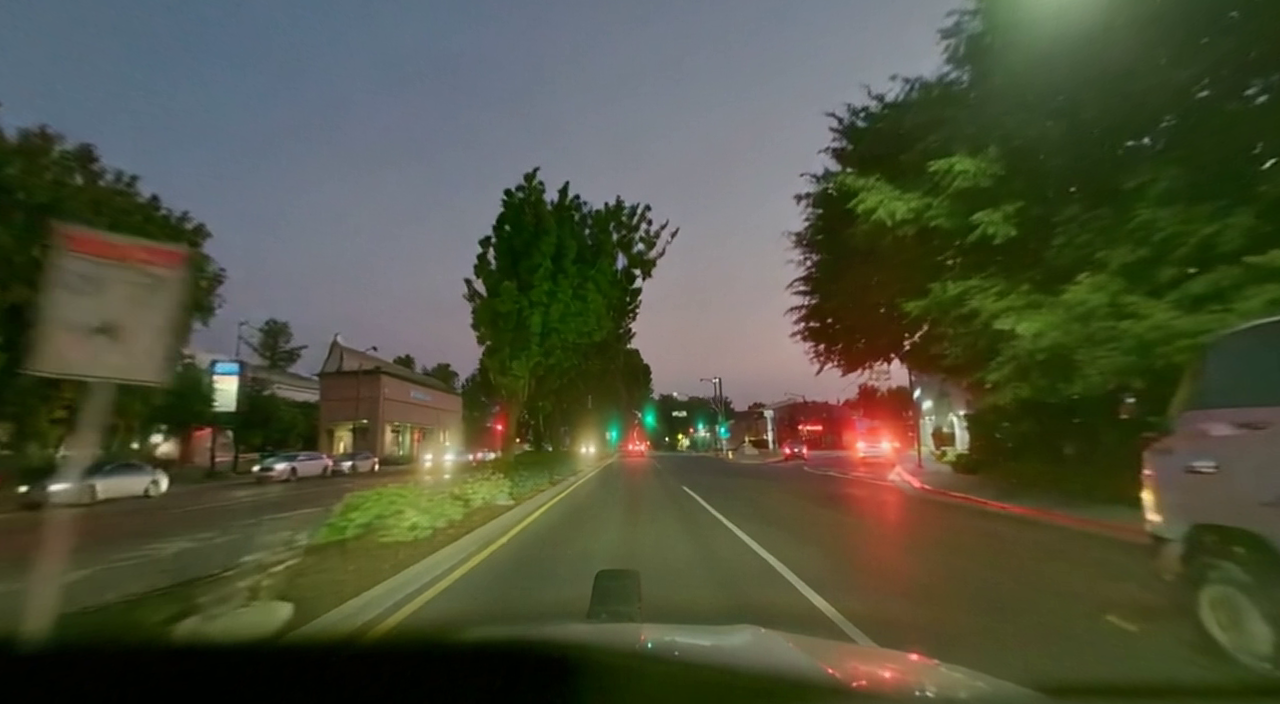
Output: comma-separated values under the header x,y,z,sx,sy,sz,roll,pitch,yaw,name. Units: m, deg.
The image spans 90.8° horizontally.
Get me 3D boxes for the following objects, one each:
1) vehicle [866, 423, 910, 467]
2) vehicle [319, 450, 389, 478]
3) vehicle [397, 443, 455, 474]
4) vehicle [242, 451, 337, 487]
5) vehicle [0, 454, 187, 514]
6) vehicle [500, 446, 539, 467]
x,y,z,sx,sy,sz,roll,pitch,yaw,name
16.838,6.343,43.147,2.311,2.722,5.823,-3,-9,18,vehicle
-16.339,6.382,36.328,1.852,1.476,4.704,0,-8,0,vehicle
-12.177,6.045,36.154,1.883,1.609,4.102,0,-8,0,vehicle
-16.377,5.441,29.846,1.856,1.496,4.686,0,-8,-1,vehicle
-16.230,3.852,18.974,1.829,1.479,4.646,0,-8,-1,vehicle
-8.877,7.690,46.889,1.960,1.461,4.433,0,-8,0,vehicle
